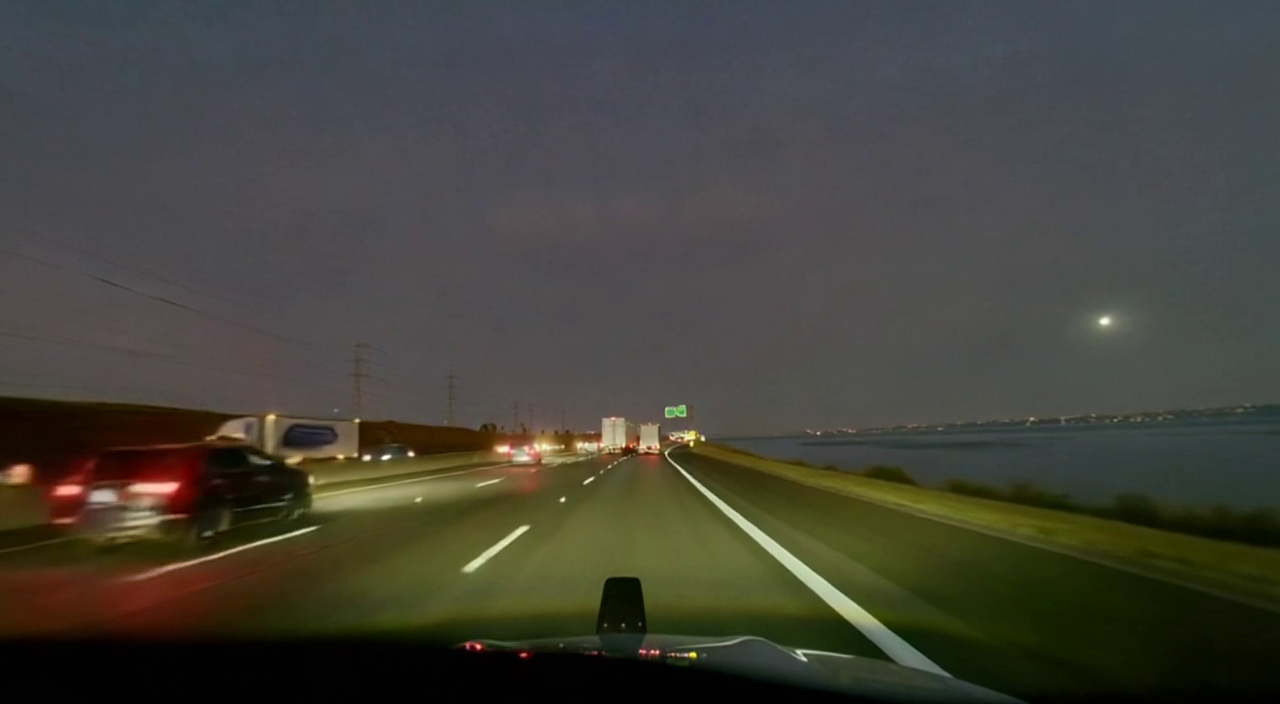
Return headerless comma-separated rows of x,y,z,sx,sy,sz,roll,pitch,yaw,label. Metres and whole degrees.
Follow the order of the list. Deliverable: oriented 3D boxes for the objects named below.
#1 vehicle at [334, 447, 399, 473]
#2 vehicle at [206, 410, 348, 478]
-16.705,6.620,38.754,1.897,1.459,4.402,0,-8,1,vehicle
-24.356,6.325,43.460,2.961,4.007,11.214,0,-8,1,vehicle
